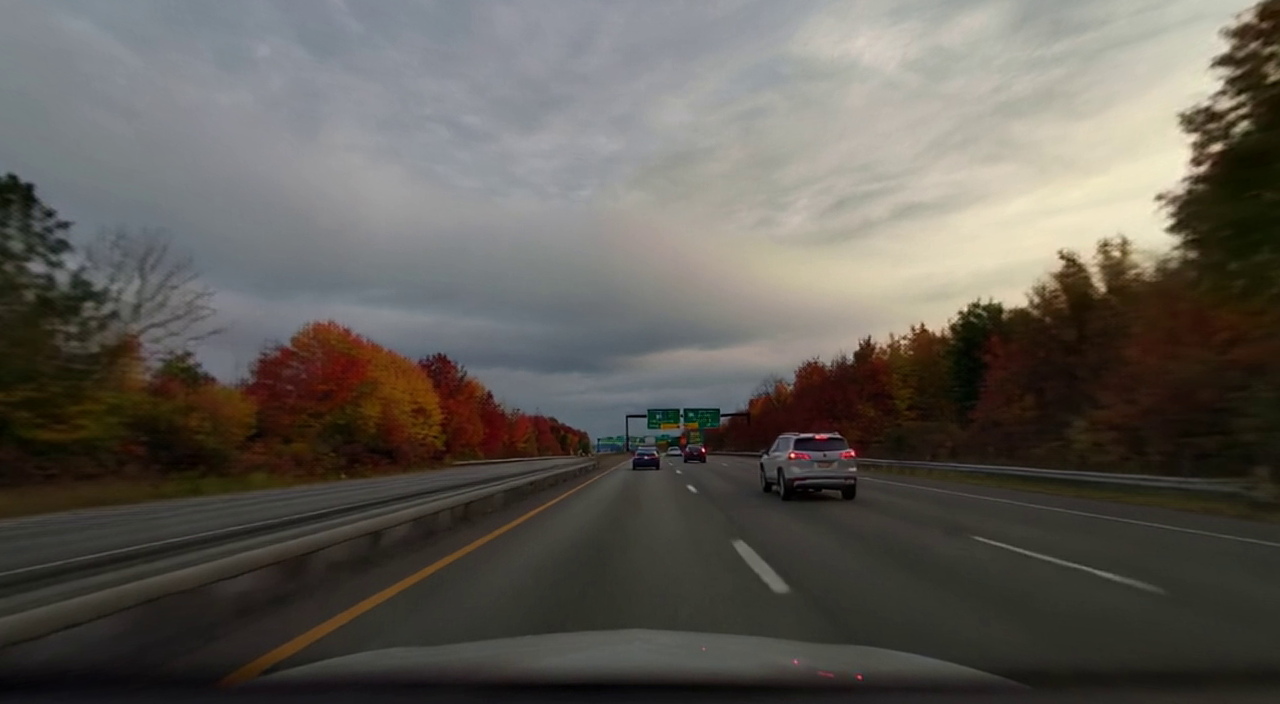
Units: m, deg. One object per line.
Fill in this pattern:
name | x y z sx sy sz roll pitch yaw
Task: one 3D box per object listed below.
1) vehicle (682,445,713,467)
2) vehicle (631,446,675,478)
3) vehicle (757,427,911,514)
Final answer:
vehicle | 4.284 7.815 47.328 1.959 1.528 4.207 0 -9 0
vehicle | 0.602 5.339 30.682 2.037 1.418 3.793 0 -9 0
vehicle | 4.317 2.721 14.863 2.250 1.718 4.358 0 -9 0
